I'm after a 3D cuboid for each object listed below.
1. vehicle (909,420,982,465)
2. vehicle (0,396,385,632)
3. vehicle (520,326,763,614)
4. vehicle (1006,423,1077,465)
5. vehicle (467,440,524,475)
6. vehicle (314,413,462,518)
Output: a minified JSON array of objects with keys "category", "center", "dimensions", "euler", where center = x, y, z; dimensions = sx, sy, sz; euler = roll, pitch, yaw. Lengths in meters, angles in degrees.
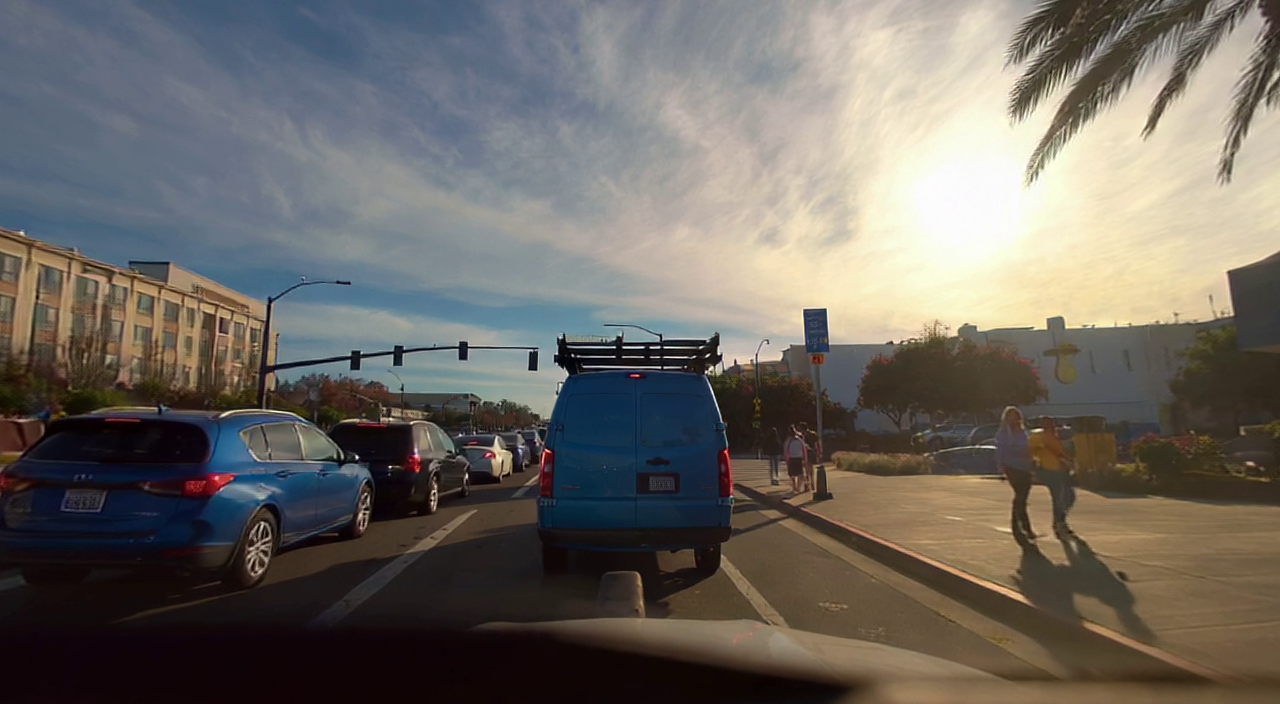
[{"category":"vehicle","center":[12.659,3.754,26.047],"dimensions":[2.046,1.675,3.924],"euler":[-6,-10,33]},{"category":"vehicle","center":[-4.398,1.467,6.670],"dimensions":[1.986,1.643,4.315],"euler":[1,-9,-6]},{"category":"vehicle","center":[-0.200,1.224,7.178],"dimensions":[1.902,2.238,4.263],"euler":[1,-9,-6]},{"category":"vehicle","center":[15.753,3.614,24.706],"dimensions":[2.048,1.475,3.972],"euler":[-6,-11,34]},{"category":"vehicle","center":[-6.837,4.887,29.569],"dimensions":[1.818,1.479,4.428],"euler":[4,-9,-22]},{"category":"vehicle","center":[-5.213,2.413,13.890],"dimensions":[2.089,1.854,5.022],"euler":[2,-9,-11]}]
